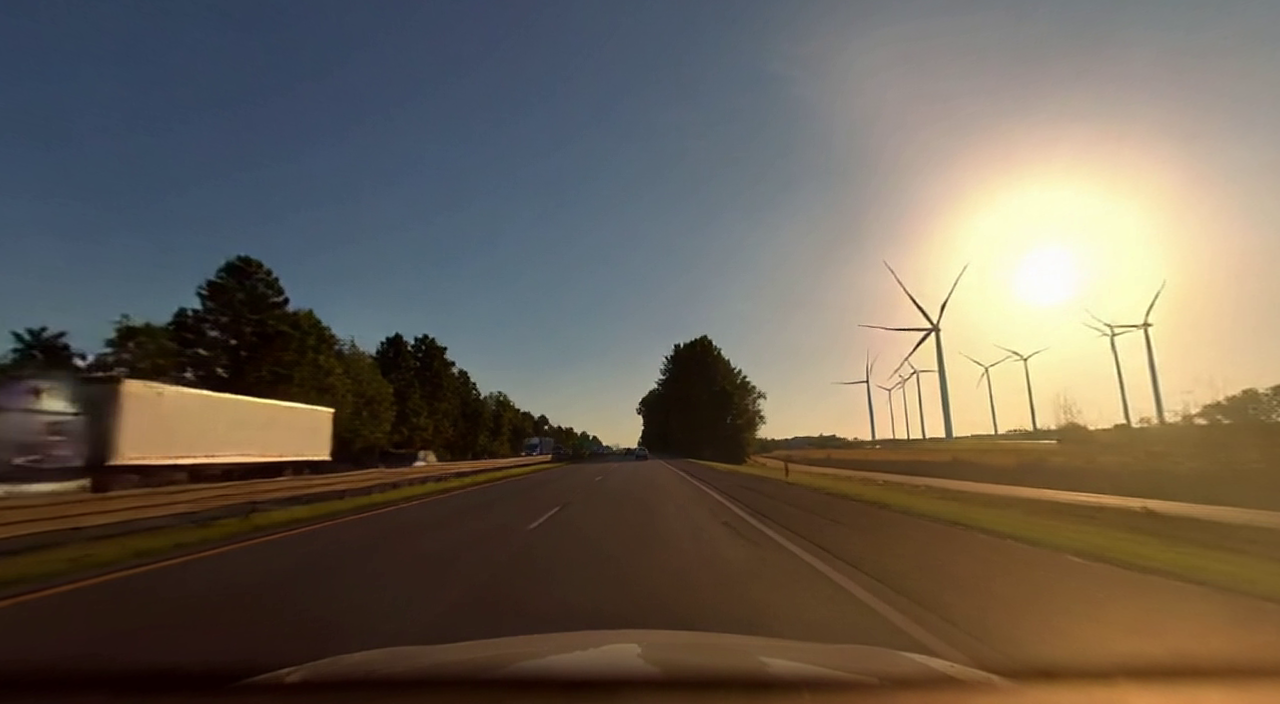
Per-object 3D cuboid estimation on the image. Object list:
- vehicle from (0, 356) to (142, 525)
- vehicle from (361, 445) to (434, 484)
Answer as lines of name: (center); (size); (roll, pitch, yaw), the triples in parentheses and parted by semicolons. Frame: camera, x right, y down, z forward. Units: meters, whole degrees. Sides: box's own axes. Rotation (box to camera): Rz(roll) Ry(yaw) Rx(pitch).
vehicle: (-16.524, 2.234, 15.720); (3.031, 3.931, 6.017); (0, -9, 0)
vehicle: (-12.117, 5.660, 31.820); (1.925, 1.809, 4.234); (0, -9, 0)
